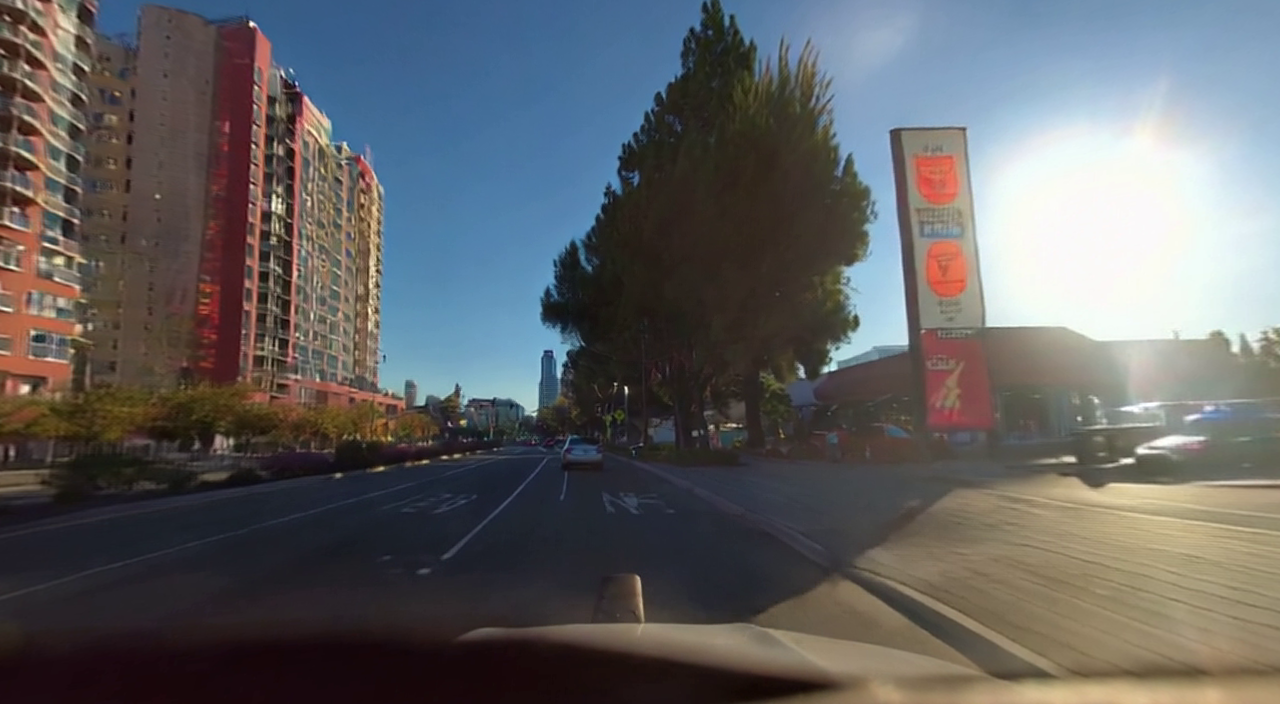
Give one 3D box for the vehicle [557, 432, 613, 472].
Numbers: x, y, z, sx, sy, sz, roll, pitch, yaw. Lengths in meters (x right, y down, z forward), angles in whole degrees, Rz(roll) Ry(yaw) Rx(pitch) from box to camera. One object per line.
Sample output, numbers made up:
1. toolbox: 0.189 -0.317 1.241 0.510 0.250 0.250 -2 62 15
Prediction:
1. vehicle: -2.512 4.360 27.739 2.231 1.572 4.227 1 -8 -8
